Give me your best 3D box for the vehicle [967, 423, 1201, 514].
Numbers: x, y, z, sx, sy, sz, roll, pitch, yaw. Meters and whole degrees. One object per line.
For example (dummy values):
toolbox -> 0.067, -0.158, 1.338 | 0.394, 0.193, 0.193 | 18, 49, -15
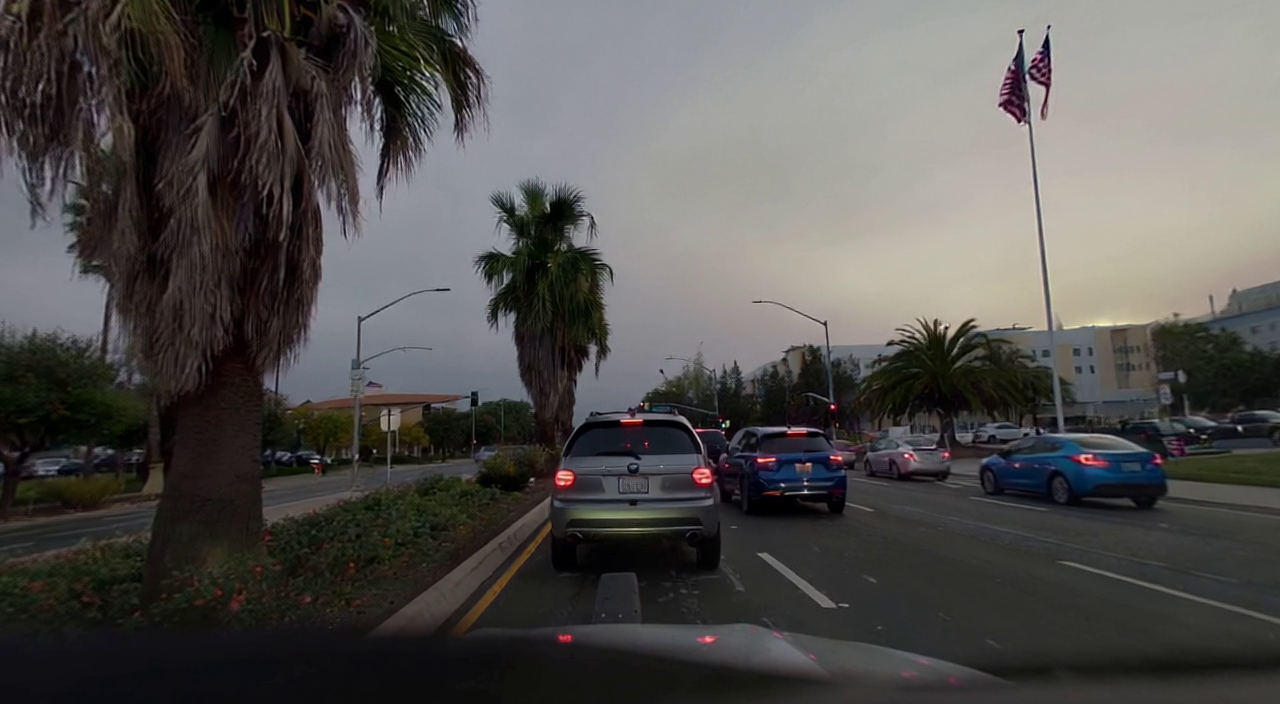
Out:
vehicle -> 9.992, 2.649, 14.843 | 2.155, 1.779, 4.582 | 0, -9, 0

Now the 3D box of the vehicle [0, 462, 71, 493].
vehicle -> -45.692, 9.058, 45.761 | 6.410, 2.078, 2.584 | 0, -9, 0

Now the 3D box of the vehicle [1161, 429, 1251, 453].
vehicle -> 36.417, 5.762, 40.841 | 1.839, 1.455, 4.395 | 0, -9, 2

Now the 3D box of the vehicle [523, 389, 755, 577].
vehicle -> -0.121, 1.693, 8.923 | 2.402, 1.938, 4.535 | 0, -9, -3

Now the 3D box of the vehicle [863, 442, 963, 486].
vehicle -> 10.184, 4.178, 23.978 | 1.855, 1.495, 4.143 | 0, -9, -1

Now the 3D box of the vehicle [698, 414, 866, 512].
vehicle -> 3.256, 2.790, 16.383 | 2.773, 2.021, 6.212 | 0, -9, -2
